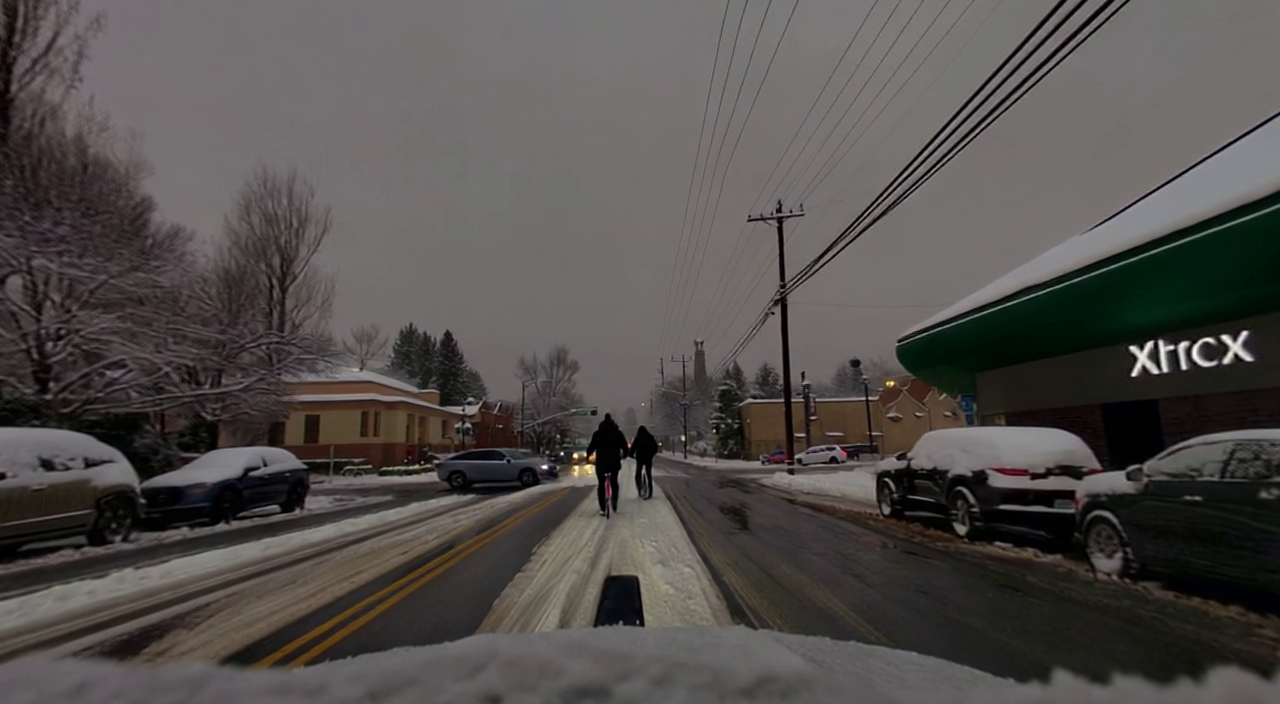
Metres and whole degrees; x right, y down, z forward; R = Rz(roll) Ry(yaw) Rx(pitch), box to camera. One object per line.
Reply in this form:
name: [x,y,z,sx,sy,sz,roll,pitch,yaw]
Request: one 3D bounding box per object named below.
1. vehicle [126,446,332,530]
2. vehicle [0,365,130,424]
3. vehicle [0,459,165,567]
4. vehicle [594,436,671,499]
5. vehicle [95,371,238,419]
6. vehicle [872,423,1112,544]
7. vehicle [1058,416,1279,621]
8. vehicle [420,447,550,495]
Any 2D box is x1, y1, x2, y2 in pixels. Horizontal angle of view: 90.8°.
vehicle: [-10.274,3.372,16.426,2.075,1.816,4.900,0,-8,-1]
vehicle: [-17.263,1.261,18.097,3.750,1.495,1.727,-1,-8,-2]
vehicle: [-10.230,2.494,9.989,1.904,1.495,4.585,0,-9,-1]
vehicle: [-0.194,3.606,20.170,2.190,1.783,4.048,0,-8,1]
vehicle: [-17.109,1.598,22.969,3.685,1.584,1.708,1,-9,-3]
vehicle: [5.823,2.193,11.156,1.873,1.714,3.979,0,-8,0]
vehicle: [5.890,1.357,5.367,1.900,1.566,3.995,0,-8,0]
vehicle: [-6.271,4.838,26.096,4.961,1.832,2.287,1,-9,-10]
